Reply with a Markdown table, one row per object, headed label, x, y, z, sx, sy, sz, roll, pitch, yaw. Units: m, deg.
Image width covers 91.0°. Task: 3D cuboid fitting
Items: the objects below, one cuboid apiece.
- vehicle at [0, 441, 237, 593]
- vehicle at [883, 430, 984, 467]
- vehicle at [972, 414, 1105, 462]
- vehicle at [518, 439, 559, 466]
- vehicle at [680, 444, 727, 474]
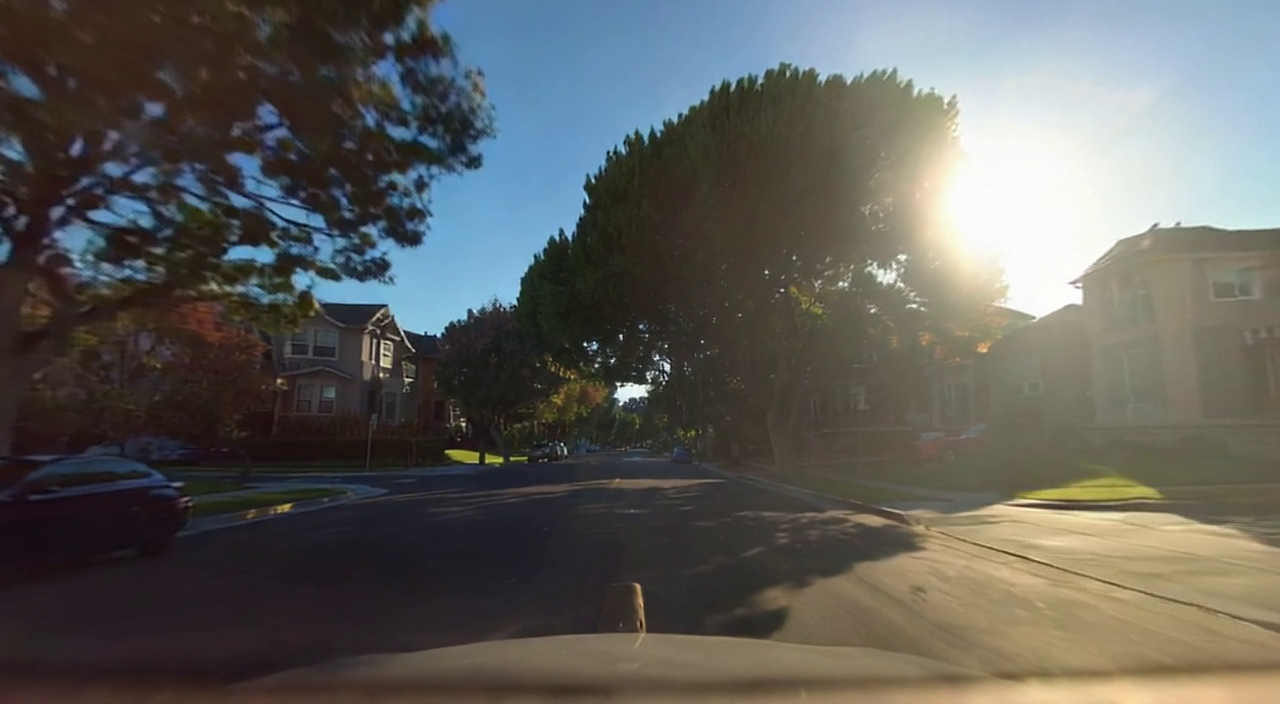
| label | x | y | z | sx | sy | sz | roll | pitch | yaw |
| --- | --- | --- | --- | --- | --- | --- | --- | --- | --- |
| vehicle | -7.210 | 1.831 | 7.299 | 1.912 | 1.466 | 4.754 | -2 | -9 | 0 |
| vehicle | 13.122 | 4.386 | 28.538 | 2.068 | 1.522 | 4.810 | 1 | -9 | -2 |
| vehicle | 18.070 | 4.018 | 29.028 | 2.315 | 1.991 | 5.686 | 0 | -9 | -1 |
| vehicle | -7.838 | 7.841 | 49.234 | 2.230 | 2.025 | 4.977 | 0 | -9 | 1 |
| vehicle | 3.356 | 5.763 | 34.180 | 1.956 | 1.468 | 4.698 | 1 | -9 | -2 |
